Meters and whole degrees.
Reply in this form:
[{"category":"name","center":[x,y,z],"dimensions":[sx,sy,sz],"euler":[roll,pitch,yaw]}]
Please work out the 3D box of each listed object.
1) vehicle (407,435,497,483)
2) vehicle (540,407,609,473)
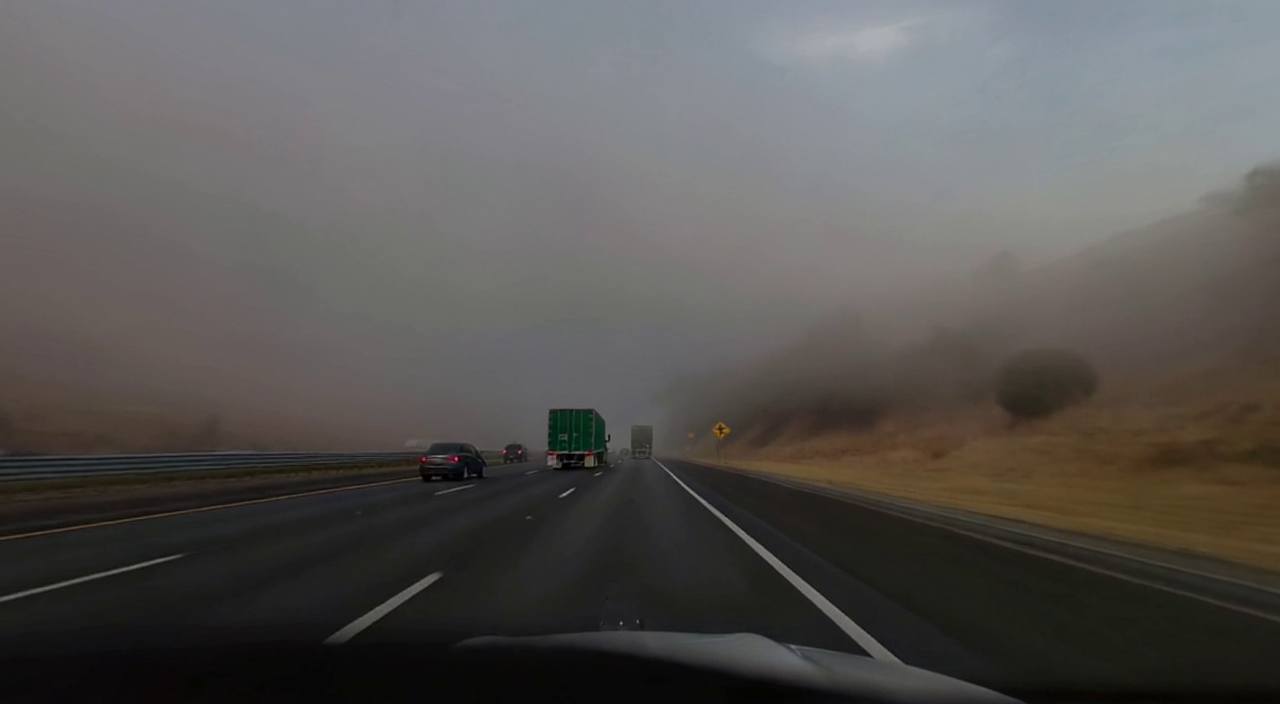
[{"category":"vehicle","center":[-7.460,4.296,25.579],"dimensions":[2.125,1.725,4.715],"euler":[0,-9,1]},{"category":"vehicle","center":[-3.561,5.213,36.987],"dimensions":[2.789,3.271,10.894],"euler":[0,-9,0]}]
